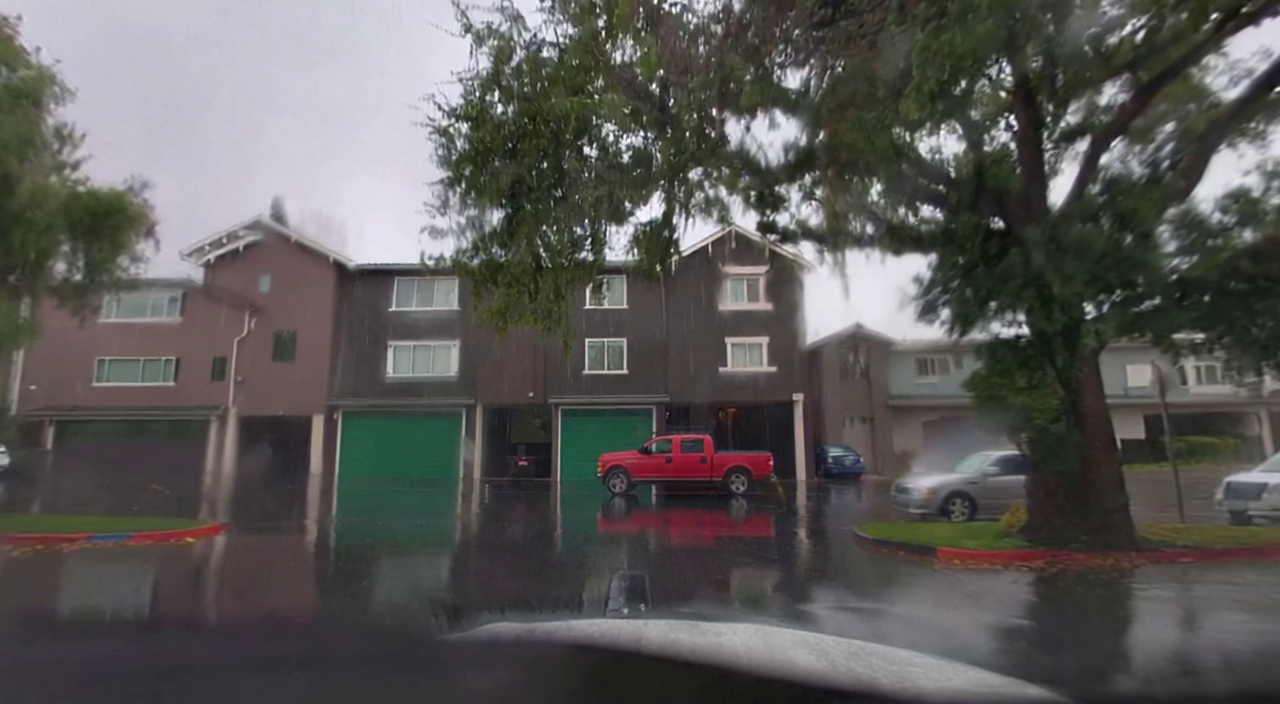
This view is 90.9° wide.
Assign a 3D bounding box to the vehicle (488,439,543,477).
[{"bbox_3d":[-5.908,5.026,30.255,1.869,1.460,3.826,-3,-6,-1],"label":"vehicle"}]

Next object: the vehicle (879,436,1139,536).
[{"bbox_3d":[7.307,2.606,12.777,4.074,1.617,2.112,1,-4,-9],"label":"vehicle"}]

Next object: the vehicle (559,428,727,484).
[{"bbox_3d":[0.071,3.617,22.161,5.600,1.835,2.161,0,-8,-2],"label":"vehicle"}]
